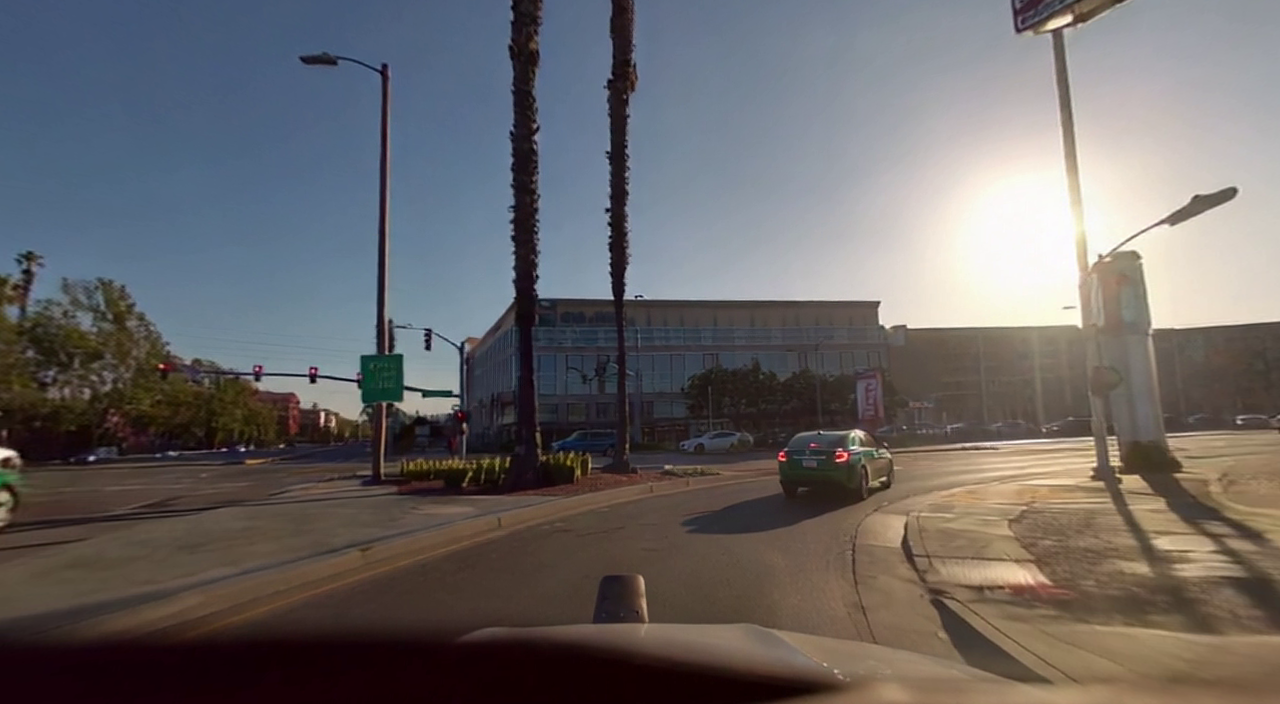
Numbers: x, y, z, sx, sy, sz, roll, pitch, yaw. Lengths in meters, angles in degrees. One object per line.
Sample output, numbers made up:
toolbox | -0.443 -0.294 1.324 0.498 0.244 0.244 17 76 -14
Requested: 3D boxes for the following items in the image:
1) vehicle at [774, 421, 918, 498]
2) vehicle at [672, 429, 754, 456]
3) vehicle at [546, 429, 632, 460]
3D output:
vehicle | 5.014 2.490 14.952 2.070 1.493 4.570 -6 -10 32
vehicle | 4.414 5.512 38.444 4.515 1.492 1.871 0 -9 -11
vehicle | -3.000 5.380 36.760 4.757 1.633 1.932 1 -8 -13
